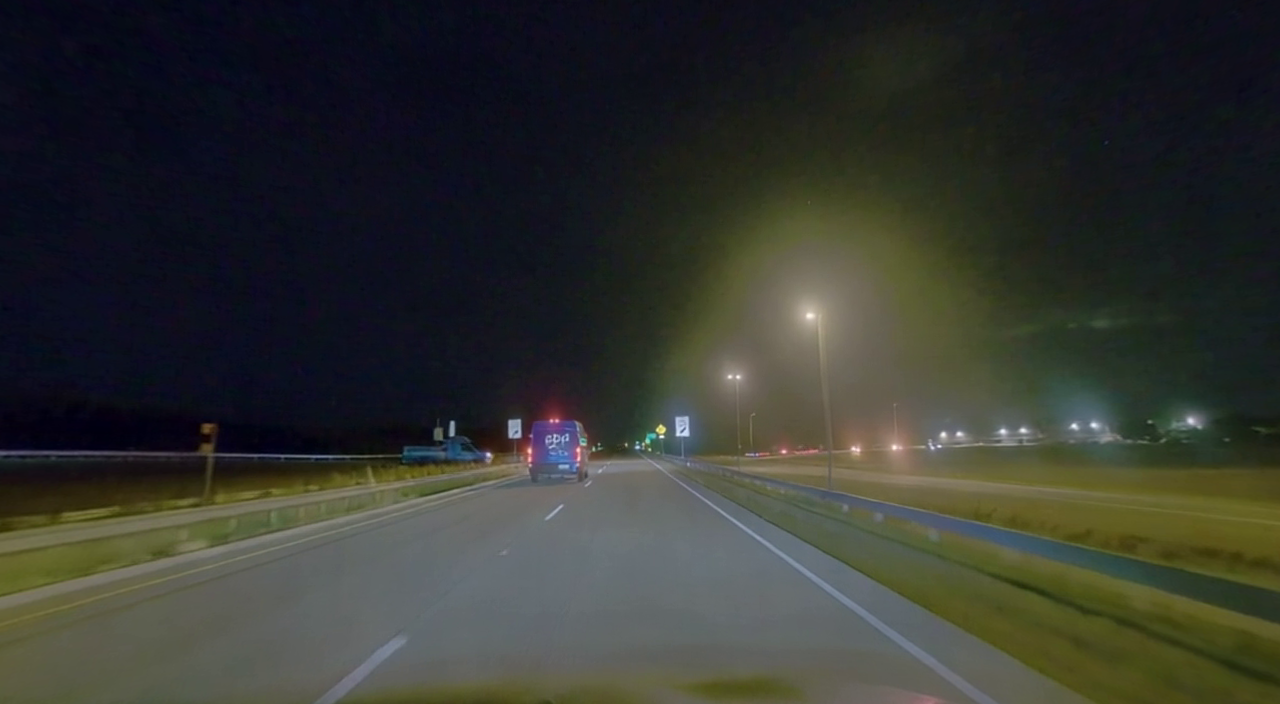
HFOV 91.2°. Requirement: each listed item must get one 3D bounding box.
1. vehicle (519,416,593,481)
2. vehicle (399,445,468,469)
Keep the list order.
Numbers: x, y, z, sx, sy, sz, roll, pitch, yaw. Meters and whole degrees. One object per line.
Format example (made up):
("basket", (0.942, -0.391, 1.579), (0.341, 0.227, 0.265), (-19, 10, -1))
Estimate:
("vehicle", (-3.735, 4.515, 29.373), (2.463, 2.640, 7.034), (0, -9, 0))
("vehicle", (-14.423, 7.352, 43.994), (4.396, 1.557, 1.952), (2, -9, -14))
